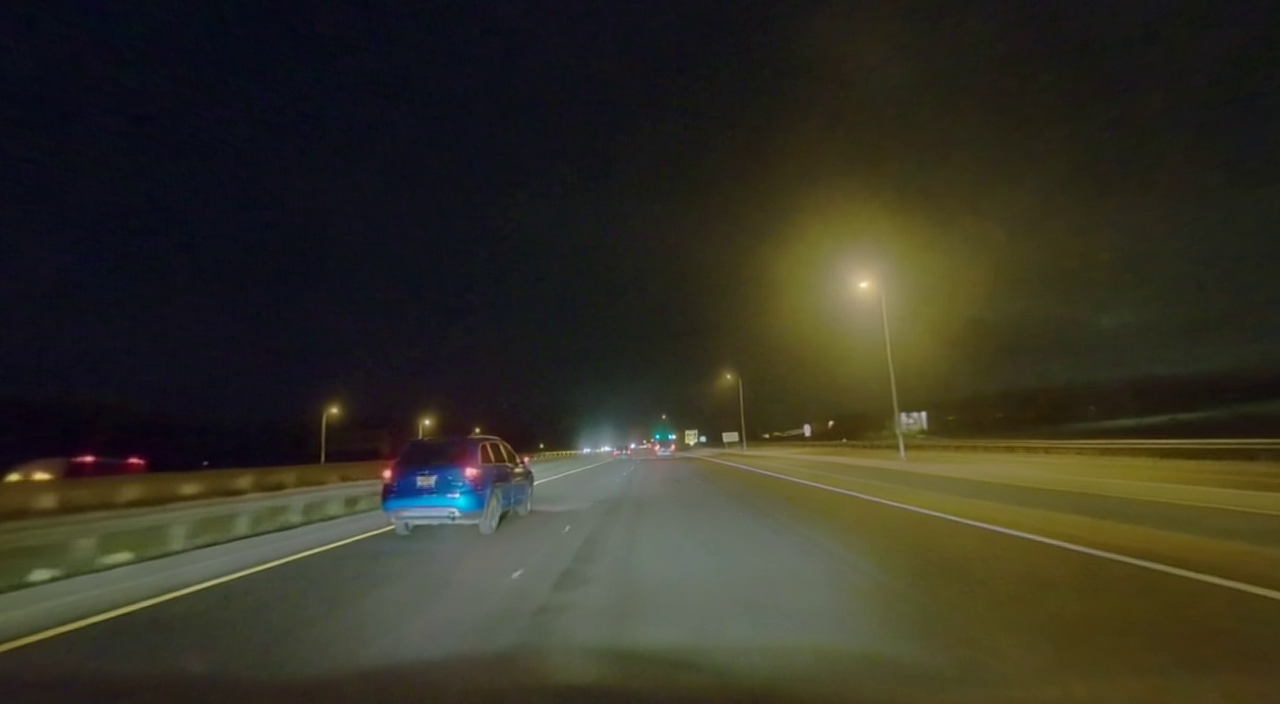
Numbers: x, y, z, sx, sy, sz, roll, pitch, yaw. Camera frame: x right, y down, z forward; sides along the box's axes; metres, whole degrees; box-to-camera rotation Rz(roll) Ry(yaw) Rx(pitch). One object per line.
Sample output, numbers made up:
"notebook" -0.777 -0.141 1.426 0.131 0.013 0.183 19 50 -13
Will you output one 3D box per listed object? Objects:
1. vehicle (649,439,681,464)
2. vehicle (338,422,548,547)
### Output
"vehicle" 1.685 6.848 43.594 2.073 1.621 3.993 -1 -8 1
"vehicle" -3.068 2.172 11.059 2.143 1.693 4.513 -1 -8 1
